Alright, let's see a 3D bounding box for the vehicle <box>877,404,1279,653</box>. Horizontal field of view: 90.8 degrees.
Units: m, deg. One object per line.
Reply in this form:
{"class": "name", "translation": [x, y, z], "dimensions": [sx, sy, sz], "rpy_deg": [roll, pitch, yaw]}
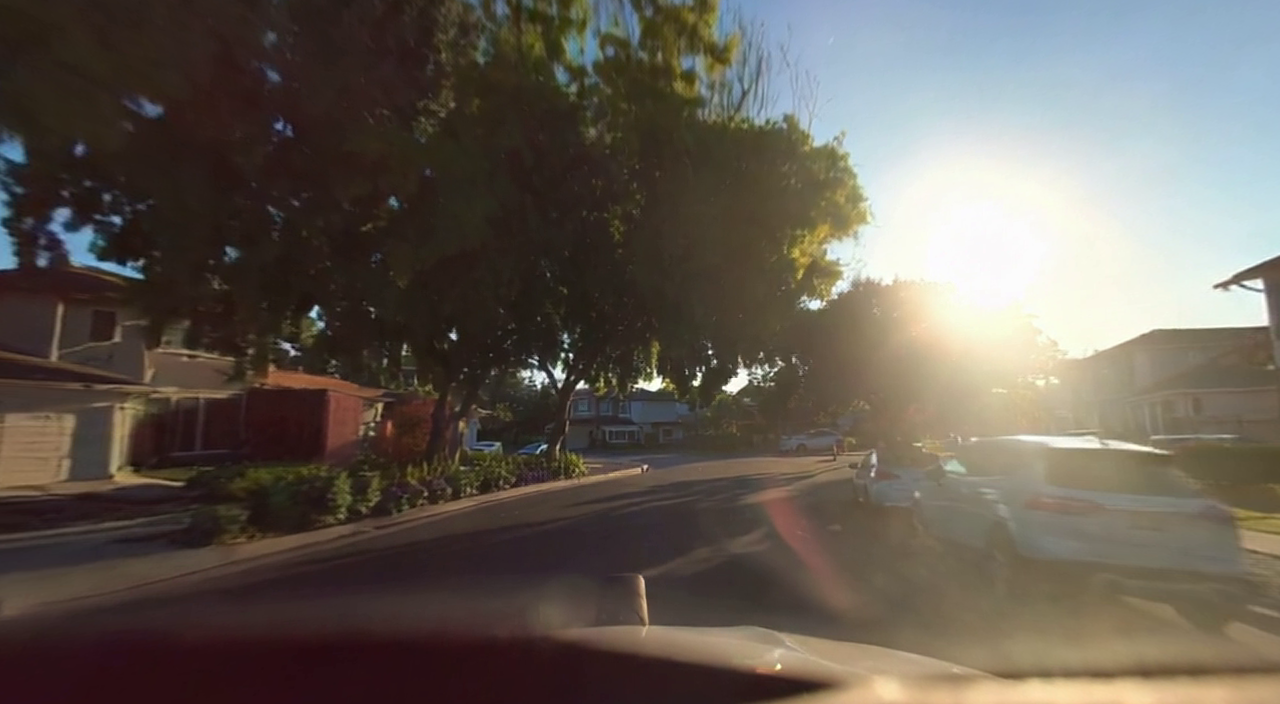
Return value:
{"class": "vehicle", "translation": [4.190, 1.529, 6.662], "dimensions": [2.075, 1.657, 4.648], "rpy_deg": [-1, -8, 7]}
